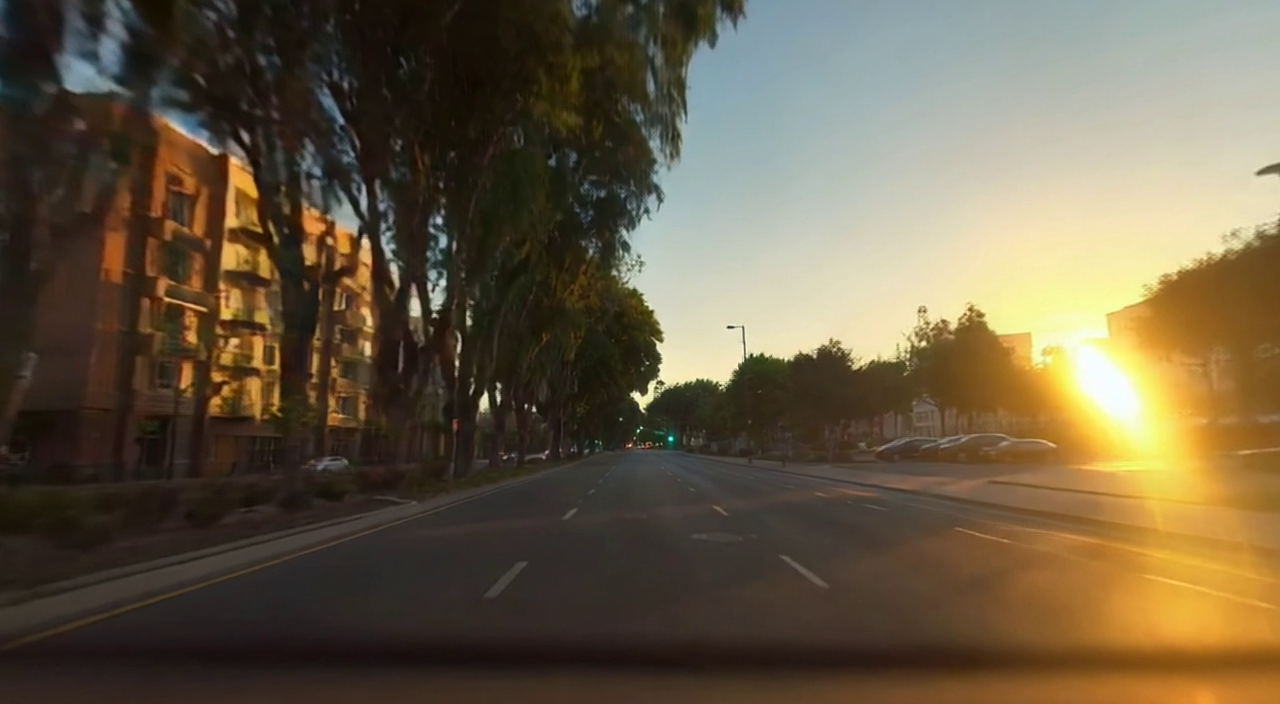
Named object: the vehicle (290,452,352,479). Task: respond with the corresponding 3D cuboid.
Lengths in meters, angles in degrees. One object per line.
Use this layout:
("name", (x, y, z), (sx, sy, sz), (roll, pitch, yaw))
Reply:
("vehicle", (-22.165, 7.874, 44.122), (1.990, 1.650, 4.617), (0, -8, -1))
